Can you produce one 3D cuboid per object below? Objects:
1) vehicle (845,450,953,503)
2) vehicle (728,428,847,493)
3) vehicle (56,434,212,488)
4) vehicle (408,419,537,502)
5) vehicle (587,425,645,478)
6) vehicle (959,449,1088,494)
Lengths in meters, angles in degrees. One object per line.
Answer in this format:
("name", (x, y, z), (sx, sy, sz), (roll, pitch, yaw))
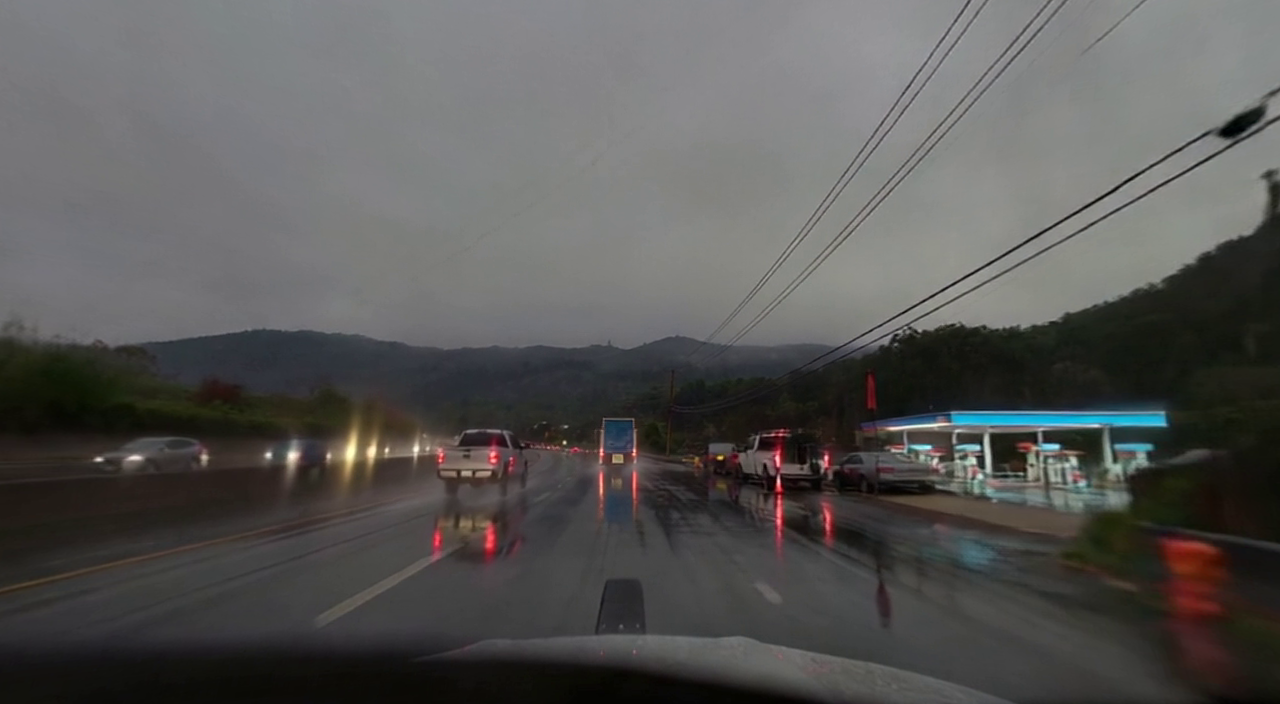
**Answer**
("vehicle", (8.995, 4.327, 22.376), (1.933, 1.480, 4.249), (2, -7, -2))
("vehicle", (5.528, 4.201, 24.952), (2.706, 2.199, 6.527), (0, -9, -4))
("vehicle", (-17.546, 3.791, 22.265), (1.972, 1.677, 4.443), (0, -9, -3))
("vehicle", (-4.574, 3.074, 18.355), (2.345, 2.012, 5.693), (0, -9, -2))
("vehicle", (-1.239, 4.672, 29.874), (2.486, 2.280, 5.291), (1, -9, -4))
("vehicle", (17.000, 5.278, 28.350), (1.986, 1.771, 4.809), (2, -9, -15))
